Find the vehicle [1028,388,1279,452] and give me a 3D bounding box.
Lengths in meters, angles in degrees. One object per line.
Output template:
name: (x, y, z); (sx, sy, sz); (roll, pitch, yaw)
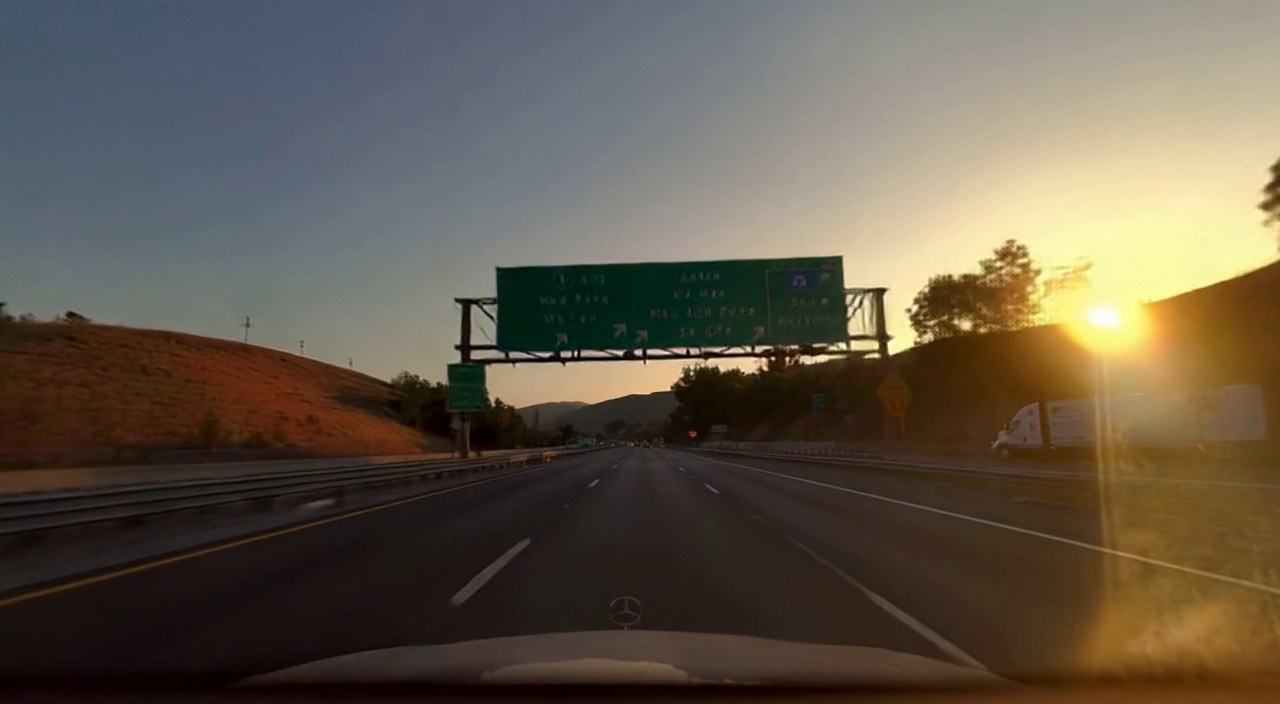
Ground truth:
vehicle: (36.872, 5.170, 45.757); (2.836, 4.027, 14.280); (8, -11, -43)
